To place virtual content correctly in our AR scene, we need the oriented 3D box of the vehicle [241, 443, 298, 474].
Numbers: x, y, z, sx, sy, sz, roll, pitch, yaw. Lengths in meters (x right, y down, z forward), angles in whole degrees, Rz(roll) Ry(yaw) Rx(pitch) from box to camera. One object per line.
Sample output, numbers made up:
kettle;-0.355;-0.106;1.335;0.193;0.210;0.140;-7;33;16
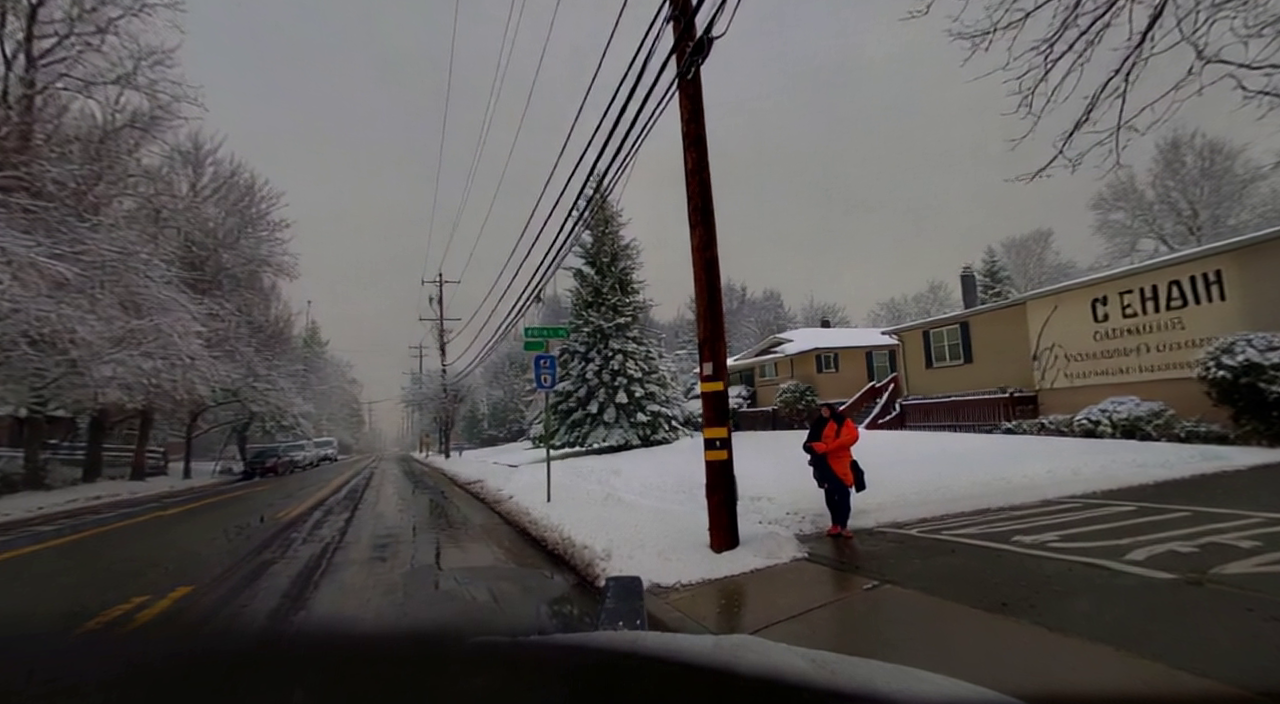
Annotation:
vehicle;-23.074;6.612;39.550;2.203;1.787;4.704;3;-9;-21
